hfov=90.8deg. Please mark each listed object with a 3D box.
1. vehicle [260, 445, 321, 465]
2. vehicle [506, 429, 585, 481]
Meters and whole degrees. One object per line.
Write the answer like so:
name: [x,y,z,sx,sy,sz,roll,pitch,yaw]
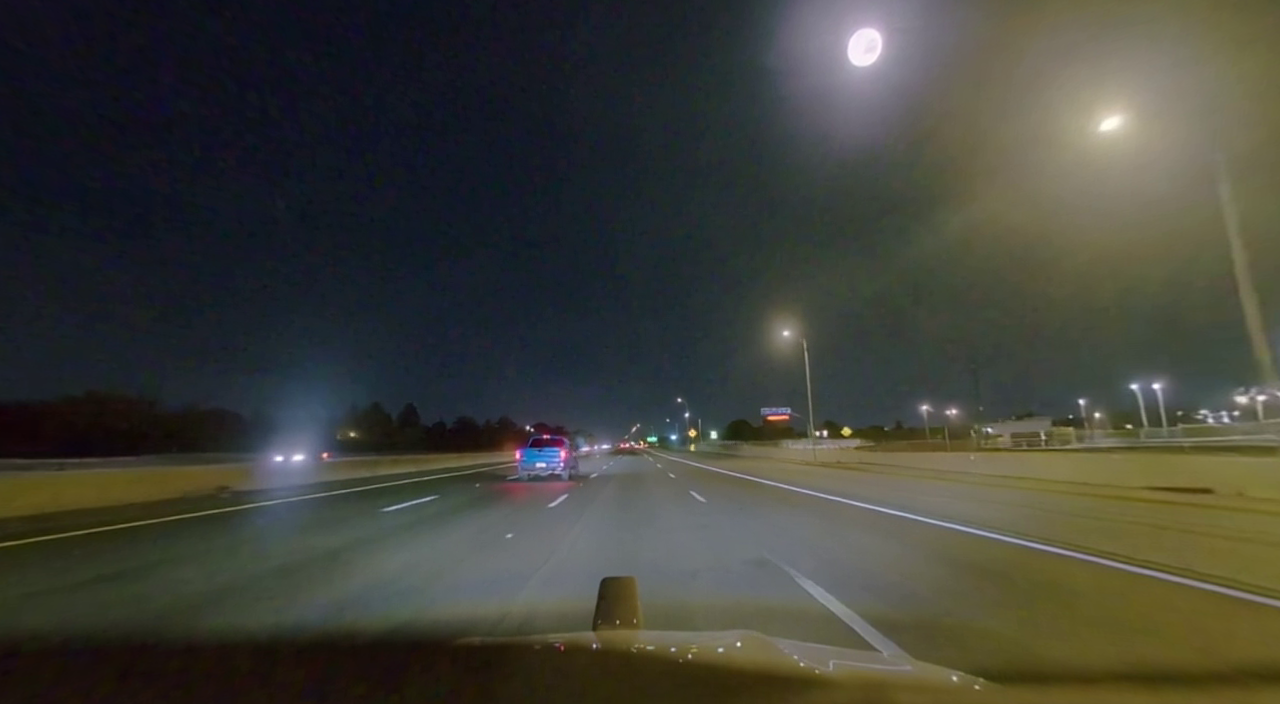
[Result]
vehicle: [-25.851,7.607,46.907,1.892,1.436,4.559,0,-8,0]
vehicle: [-3.983,4.487,27.850,2.529,2.003,5.904,0,-8,0]
